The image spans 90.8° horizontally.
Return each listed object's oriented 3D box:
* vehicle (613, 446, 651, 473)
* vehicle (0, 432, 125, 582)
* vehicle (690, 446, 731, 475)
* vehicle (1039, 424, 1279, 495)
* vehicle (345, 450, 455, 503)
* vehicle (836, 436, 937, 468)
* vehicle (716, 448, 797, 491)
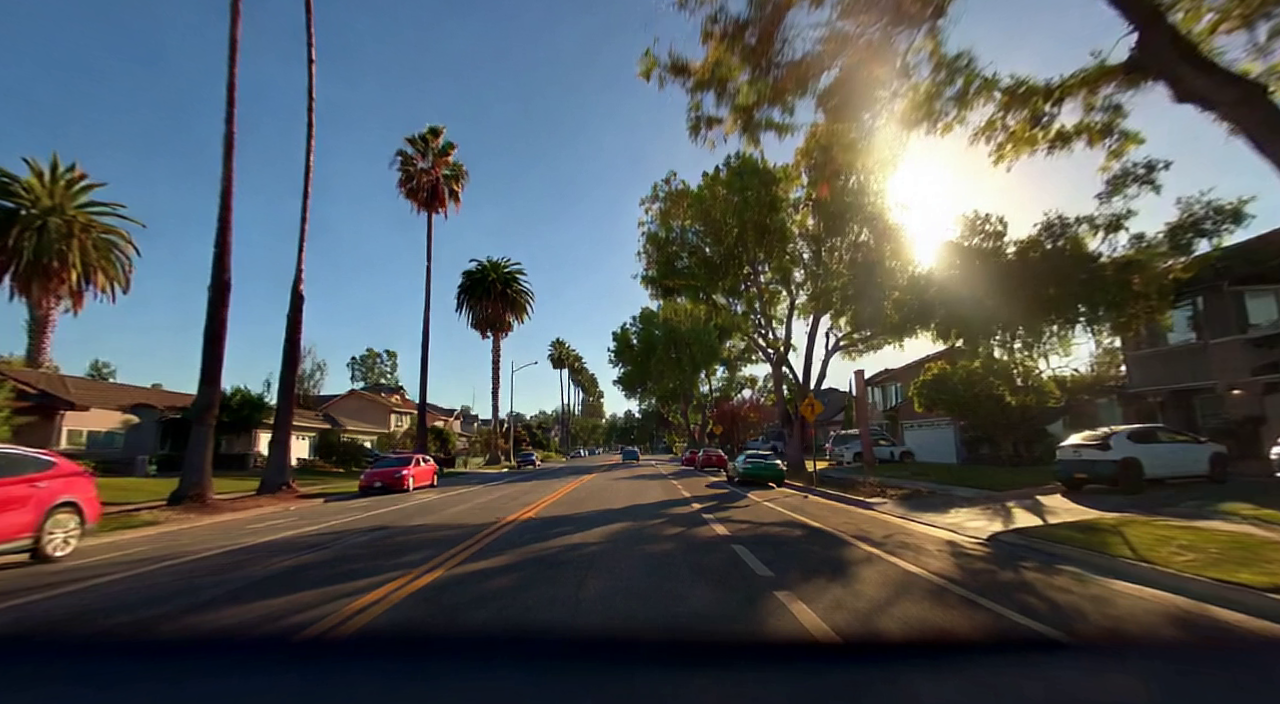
[{"bbox_3d":[-0.473,6.354,37.507,2.098,1.483,4.099,0,-9,-1],"label":"vehicle"},{"bbox_3d":[-8.869,1.912,7.336,2.061,1.783,4.631,-2,-6,-3],"label":"vehicle"},{"bbox_3d":[4.267,6.676,39.175,2.017,1.646,5.389,0,-9,1],"label":"vehicle"},{"bbox_3d":[12.273,2.537,15.062,4.169,1.567,1.852,0,-9,3],"label":"vehicle"},{"bbox_3d":[-9.095,4.718,24.560,2.181,1.527,5.441,-2,-7,0],"label":"vehicle"},{"bbox_3d":[12.539,5.100,32.312,4.288,1.539,1.934,0,-9,-2],"label":"vehicle"},{"bbox_3d":[4.402,4.524,24.782,2.033,1.495,5.175,0,-9,-2],"label":"vehicle"}]
